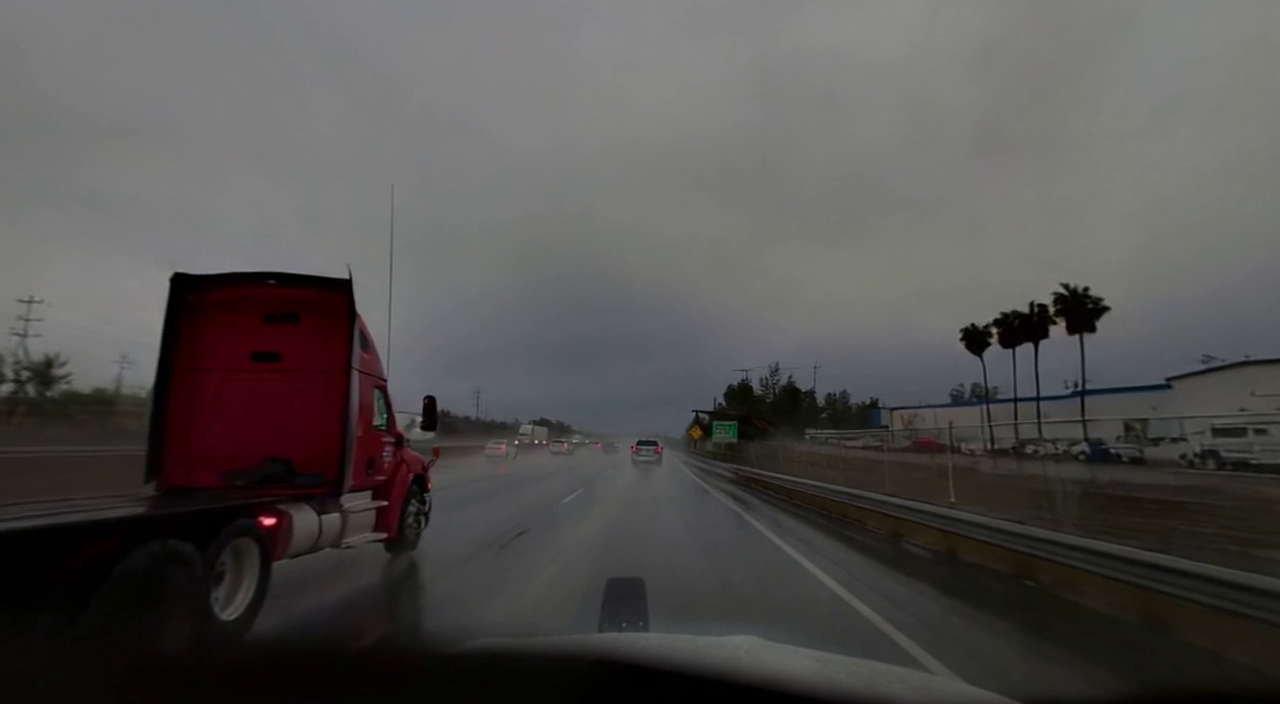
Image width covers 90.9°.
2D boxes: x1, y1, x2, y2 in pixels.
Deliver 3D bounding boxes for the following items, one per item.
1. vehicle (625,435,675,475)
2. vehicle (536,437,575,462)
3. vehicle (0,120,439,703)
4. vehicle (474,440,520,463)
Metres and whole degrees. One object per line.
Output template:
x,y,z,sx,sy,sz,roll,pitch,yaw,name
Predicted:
0.451,4.675,28.845,2.136,1.678,4.052,0,-8,1,vehicle
-6.222,7.243,47.054,2.105,1.790,4.689,0,-8,2,vehicle
-3.430,0.612,3.400,2.693,2.348,5.694,0,-8,1,vehicle
-10.058,7.034,44.856,1.910,1.501,5.004,-1,-8,2,vehicle
